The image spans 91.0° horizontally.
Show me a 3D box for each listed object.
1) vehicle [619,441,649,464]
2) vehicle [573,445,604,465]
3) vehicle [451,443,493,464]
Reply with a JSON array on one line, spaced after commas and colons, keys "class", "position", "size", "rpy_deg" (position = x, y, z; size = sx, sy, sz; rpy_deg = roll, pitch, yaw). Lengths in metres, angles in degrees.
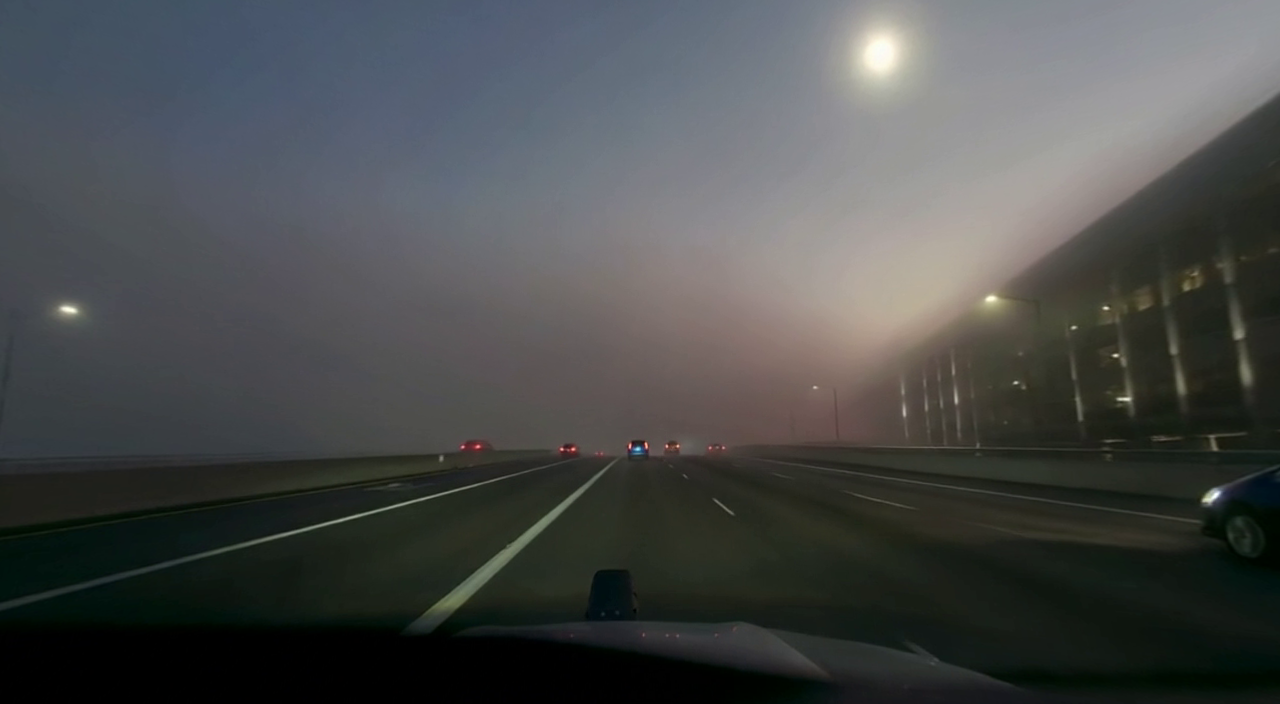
[{"class": "vehicle", "position": [-0.388, 7.157, 44.836], "size": [2.036, 1.542, 3.891], "rpy_deg": [0, -8, 0]}, {"class": "vehicle", "position": [-3.604, 7.308, 44.688], "size": [1.825, 1.347, 3.773], "rpy_deg": [0, -8, 0]}, {"class": "vehicle", "position": [-12.656, 7.629, 47.558], "size": [1.901, 1.488, 4.435], "rpy_deg": [0, -8, 1]}]
